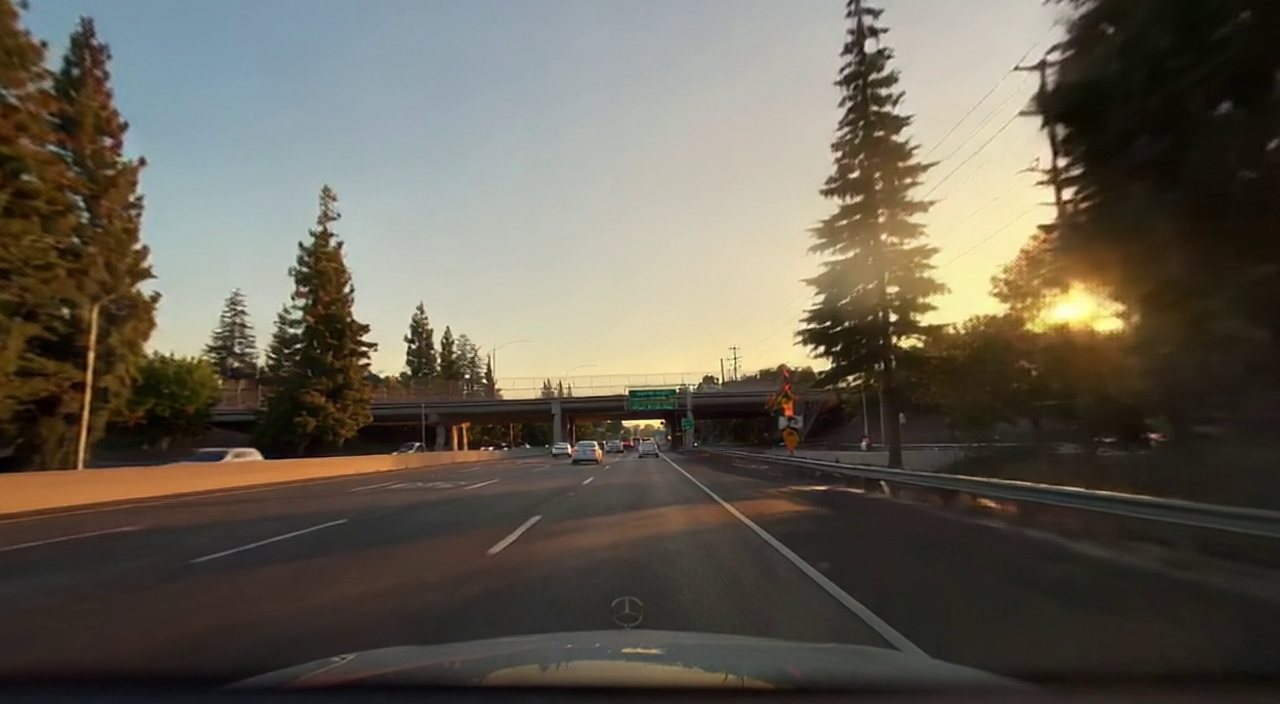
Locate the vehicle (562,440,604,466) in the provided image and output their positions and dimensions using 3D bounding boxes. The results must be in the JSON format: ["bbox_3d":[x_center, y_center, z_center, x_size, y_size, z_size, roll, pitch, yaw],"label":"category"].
[{"bbox_3d":[-3.381,6.092,38.158,2.056,1.464,4.564,0,-8,1],"label":"vehicle"}]

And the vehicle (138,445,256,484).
[{"bbox_3d":[-20.963,5.286,30.155,2.044,1.656,4.874,0,-8,0],"label":"vehicle"}]

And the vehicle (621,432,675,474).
[{"bbox_3d":[0.315,4.397,27.638,2.152,1.697,4.066,0,-8,0],"label":"vehicle"}]
